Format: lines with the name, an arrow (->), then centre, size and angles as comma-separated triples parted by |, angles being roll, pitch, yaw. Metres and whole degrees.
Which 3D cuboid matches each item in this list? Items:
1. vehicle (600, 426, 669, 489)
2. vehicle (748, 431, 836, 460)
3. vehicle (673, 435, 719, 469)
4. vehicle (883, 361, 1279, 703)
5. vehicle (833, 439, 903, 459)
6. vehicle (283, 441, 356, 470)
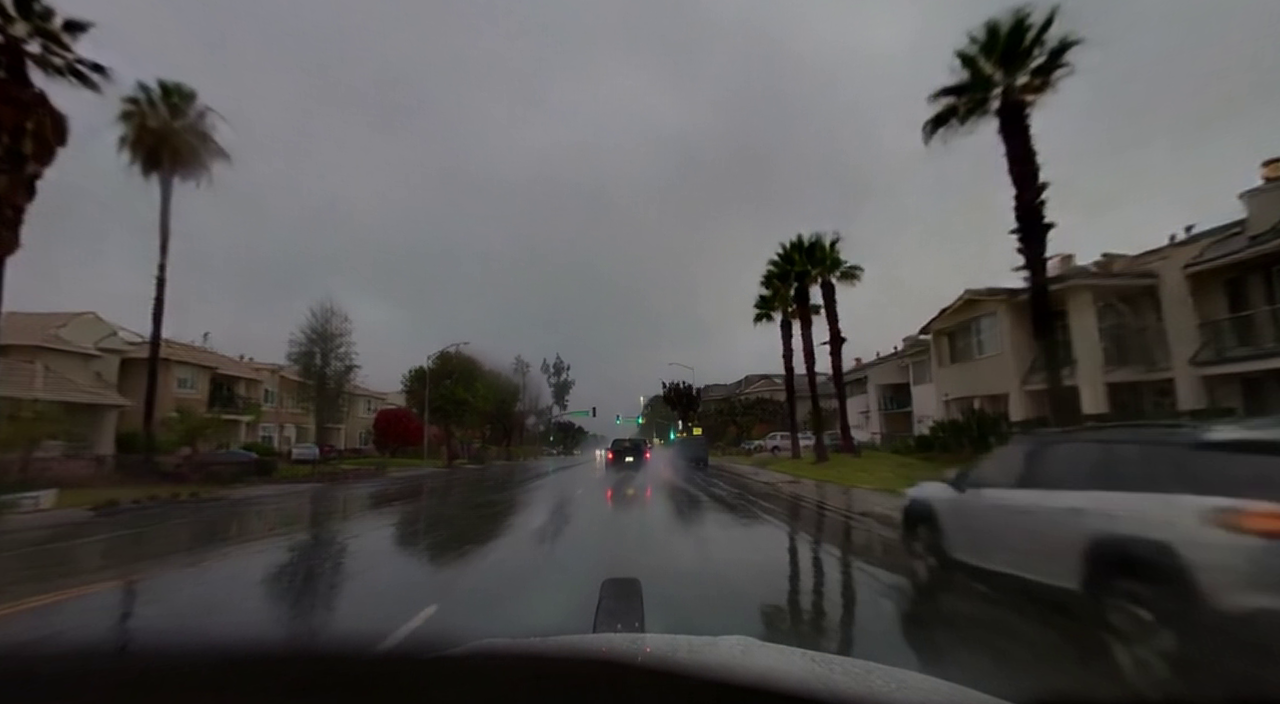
vehicle -> -0.200, 3.422, 20.733 | 1.994, 1.810, 5.057 | 0, -8, -1
vehicle -> 10.876, 6.739, 45.501 | 5.709, 2.017, 2.435 | 0, -8, -1
vehicle -> 3.408, 6.203, 39.227 | 2.416, 1.922, 5.023 | 0, -8, 0
vehicle -> 3.502, 1.150, 4.286 | 1.949, 1.685, 4.161 | 0, -8, -1
vehicle -> 16.480, 7.030, 45.629 | 4.317, 1.420, 1.828 | 0, -8, 0
vehicle -> -21.414, 6.899, 42.364 | 2.196, 1.820, 4.955 | 0, -8, 1
